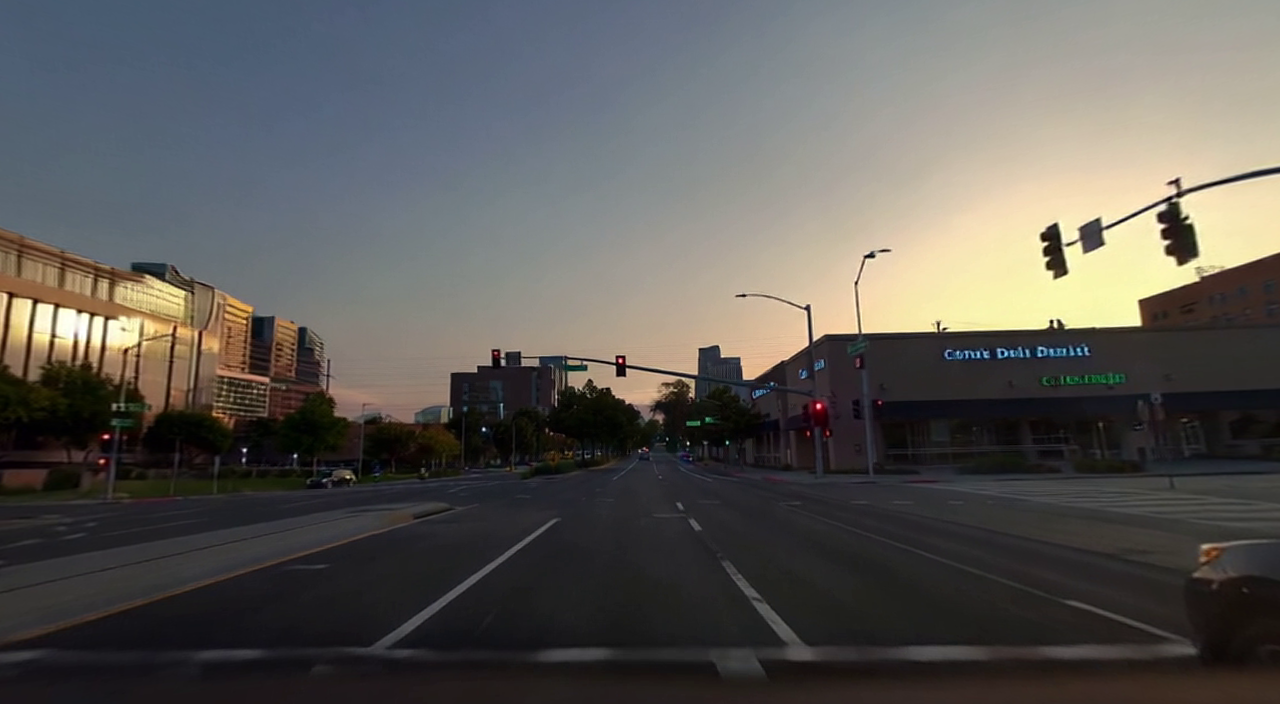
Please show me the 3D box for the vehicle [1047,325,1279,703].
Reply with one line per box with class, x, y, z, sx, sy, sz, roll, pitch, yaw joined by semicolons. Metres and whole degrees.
vehicle;3.158;0.596;0.934;1.973;1.697;4.377;0;-8;-4
